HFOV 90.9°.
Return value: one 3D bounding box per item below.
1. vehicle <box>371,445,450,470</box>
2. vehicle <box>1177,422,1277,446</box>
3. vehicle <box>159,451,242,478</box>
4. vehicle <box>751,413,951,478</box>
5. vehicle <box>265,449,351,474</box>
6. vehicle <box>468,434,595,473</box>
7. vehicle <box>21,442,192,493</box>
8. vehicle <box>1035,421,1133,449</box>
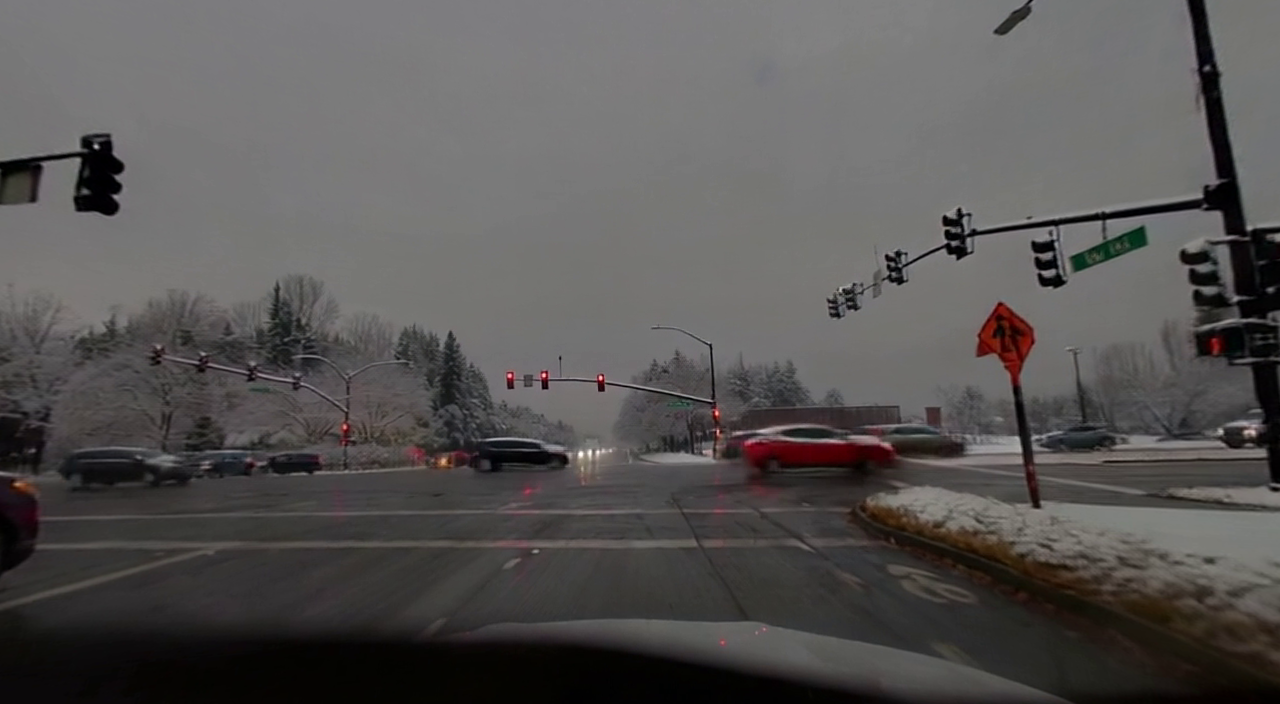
[{"bbox_3d":[-16.696,7.700,46.018,4.939,1.770,2.001,-1,-9,5],"label":"vehicle"},{"bbox_3d":[37.616,5.304,40.464,4.377,1.491,1.734,-1,-9,6],"label":"vehicle"},{"bbox_3d":[-30.324,7.772,43.576,4.466,1.767,1.839,-1,-9,6],"label":"vehicle"},{"bbox_3d":[5.632,2.600,17.440,4.865,1.663,1.962,-1,-9,6],"label":"vehicle"},{"bbox_3d":[-20.612,6.816,39.201,4.459,1.477,1.754,-1,-9,5],"label":"vehicle"},{"bbox_3d":[-4.379,4.167,25.909,4.793,1.473,1.878,-1,-9,6],"label":"vehicle"},{"bbox_3d":[-20.032,4.336,23.808,4.673,1.740,2.150,-2,-9,5],"label":"vehicle"},{"bbox_3d":[26.606,4.989,37.872,4.397,1.582,1.820,-1,-9,5],"label":"vehicle"}]
